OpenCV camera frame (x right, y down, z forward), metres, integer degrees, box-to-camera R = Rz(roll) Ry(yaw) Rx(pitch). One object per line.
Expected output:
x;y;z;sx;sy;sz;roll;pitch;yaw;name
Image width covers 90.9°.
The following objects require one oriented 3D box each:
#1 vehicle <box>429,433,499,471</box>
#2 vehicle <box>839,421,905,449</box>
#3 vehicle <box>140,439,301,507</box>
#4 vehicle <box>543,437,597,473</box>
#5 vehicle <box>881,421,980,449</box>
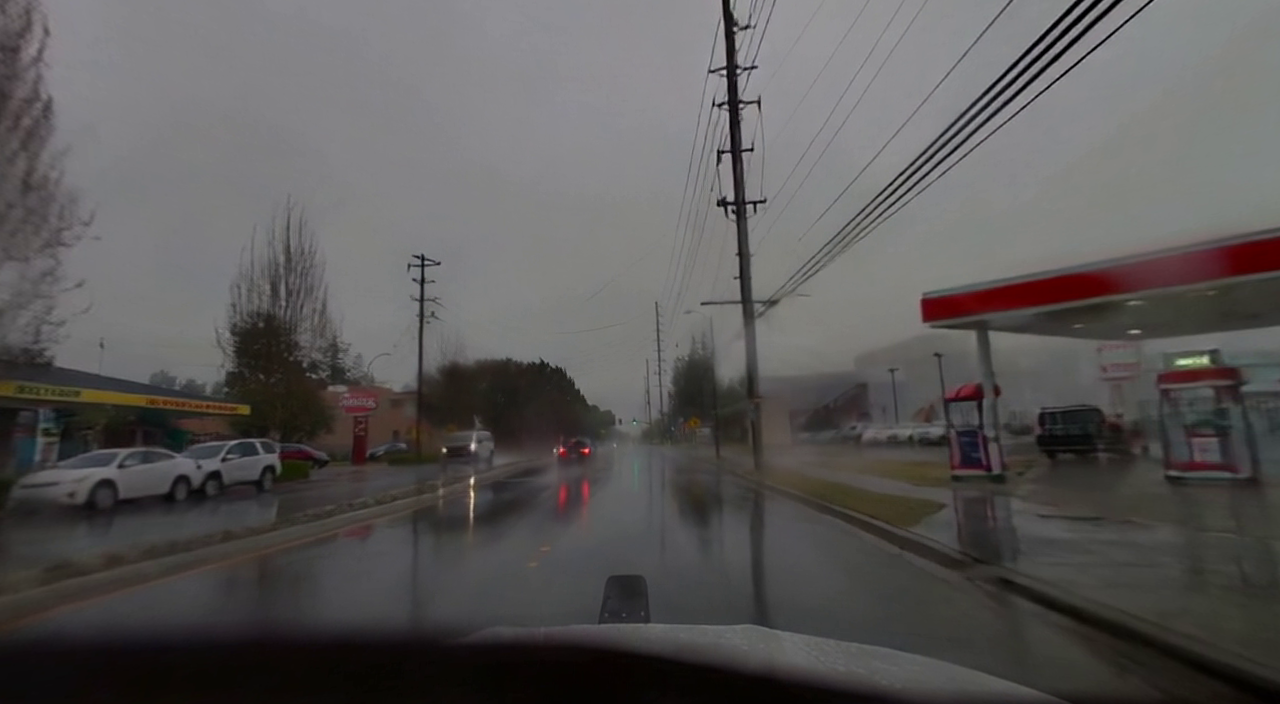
-10.193;5.827;37.042;2.437;2.069;5.159;-1;-8;2;vehicle
17.491;6.260;47.805;2.020;1.972;4.983;2;-7;-17;vehicle
-14.968;4.274;22.958;2.353;2.144;4.847;-1;-8;2;vehicle
-3.151;4.730;29.154;2.073;1.525;3.968;0;-8;-1;vehicle
17.414;5.006;37.971;4.943;1.646;2.072;0;-8;-2;vehicle
